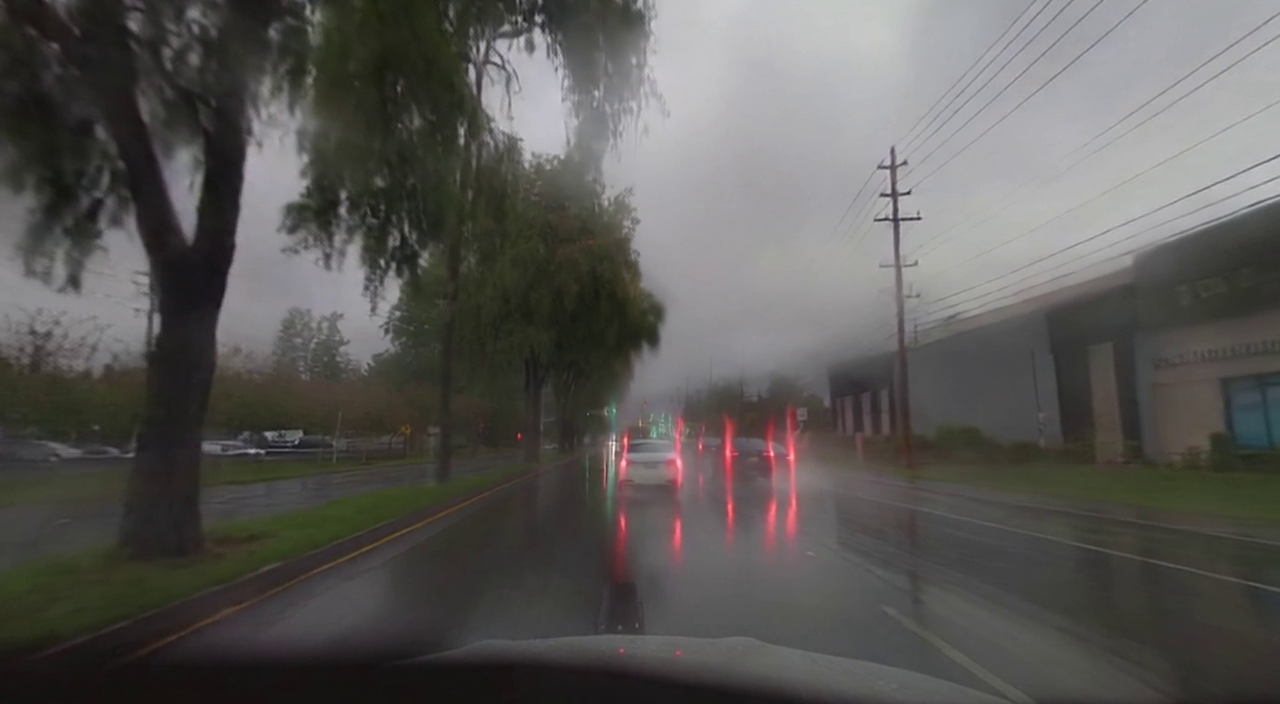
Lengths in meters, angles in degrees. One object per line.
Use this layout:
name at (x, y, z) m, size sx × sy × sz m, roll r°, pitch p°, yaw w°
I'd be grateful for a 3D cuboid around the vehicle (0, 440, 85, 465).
vehicle at (-38.699, 6.383, 40.117) m, size 1.804 × 1.478 × 4.485 m, roll -4°, pitch -8°, yaw 26°

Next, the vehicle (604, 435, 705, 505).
vehicle at (0.231, 2.800, 15.433) m, size 2.144 × 1.473 × 4.028 m, roll 0°, pitch -8°, yaw -2°

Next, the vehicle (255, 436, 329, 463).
vehicle at (-26.038, 7.295, 47.223) m, size 4.687 × 1.894 × 2.149 m, roll 4°, pitch -9°, yaw -28°

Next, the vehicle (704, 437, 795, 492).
vehicle at (3.172, 3.346, 19.158) m, size 1.985 × 1.489 × 4.036 m, roll 0°, pitch -8°, yaw -1°
